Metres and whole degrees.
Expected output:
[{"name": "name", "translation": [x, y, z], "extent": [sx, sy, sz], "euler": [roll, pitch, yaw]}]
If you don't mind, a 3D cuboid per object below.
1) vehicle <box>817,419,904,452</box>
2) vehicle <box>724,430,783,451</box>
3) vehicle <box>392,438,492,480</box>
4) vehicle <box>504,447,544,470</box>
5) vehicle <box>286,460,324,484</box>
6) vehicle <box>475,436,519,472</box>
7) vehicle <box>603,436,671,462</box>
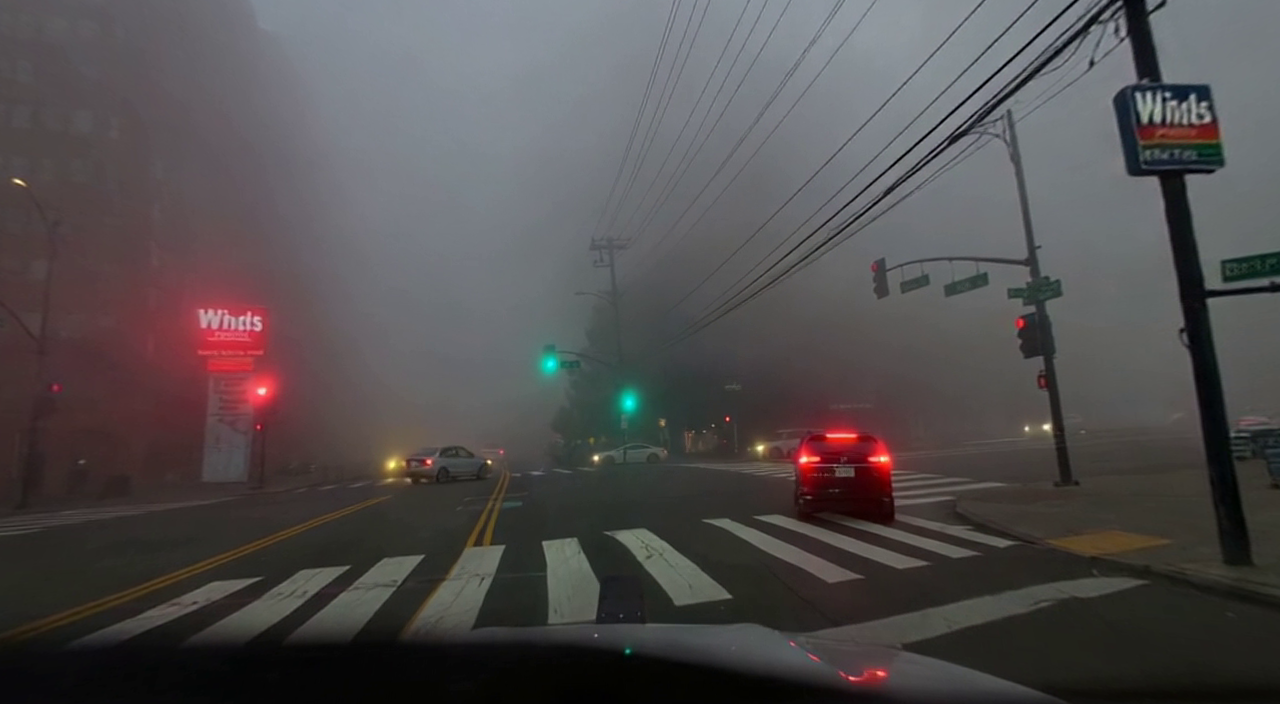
[{"name": "vehicle", "translation": [12.426, 4.729, 35.571], "extent": [4.474, 1.788, 2.039], "euler": [4, -10, -29]}, {"name": "vehicle", "translation": [7.795, 6.134, 43.625], "extent": [1.866, 1.430, 3.901], "euler": [5, -10, -31]}, {"name": "vehicle", "translation": [-8.094, 4.433, 26.325], "extent": [2.166, 1.579, 4.300], "euler": [-2, -9, 11]}, {"name": "vehicle", "translation": [-9.078, 8.262, 49.273], "extent": [1.968, 1.675, 4.177], "euler": [4, -10, -26]}, {"name": "vehicle", "translation": [-23.312, 8.286, 43.890], "extent": [1.944, 1.520, 4.512], "euler": [6, -11, -30]}, {"name": "vehicle", "translation": [-7.603, 5.418, 33.843], "extent": [2.105, 1.761, 4.292], "euler": [1, -9, -10]}, {"name": "vehicle", "translation": [-0.247, 6.939, 45.289], "extent": [4.506, 1.733, 1.857], "euler": [2, -9, -15]}]
